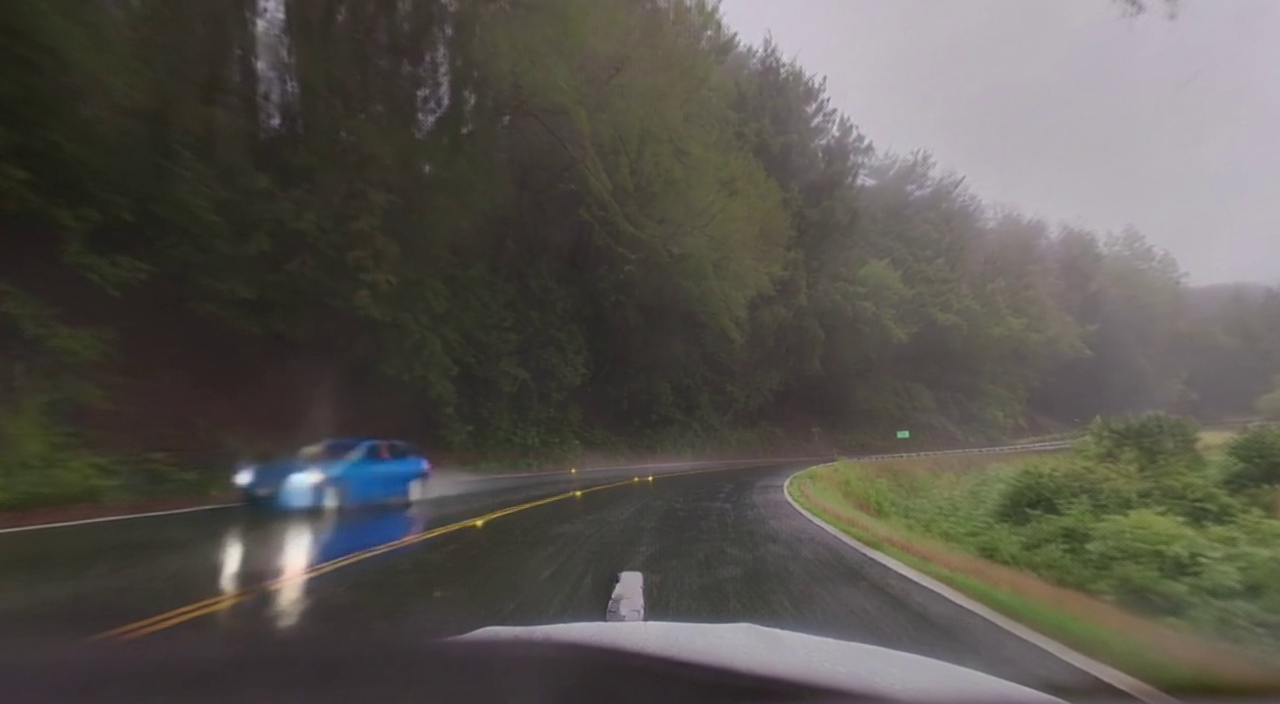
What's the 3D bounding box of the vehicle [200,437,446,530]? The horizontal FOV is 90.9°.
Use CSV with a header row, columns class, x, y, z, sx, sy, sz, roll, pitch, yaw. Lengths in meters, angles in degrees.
class,x,y,z,sx,sy,sz,roll,pitch,yaw
vehicle,-6.024,2.562,12.893,2.111,1.509,4.823,-1,-9,7
